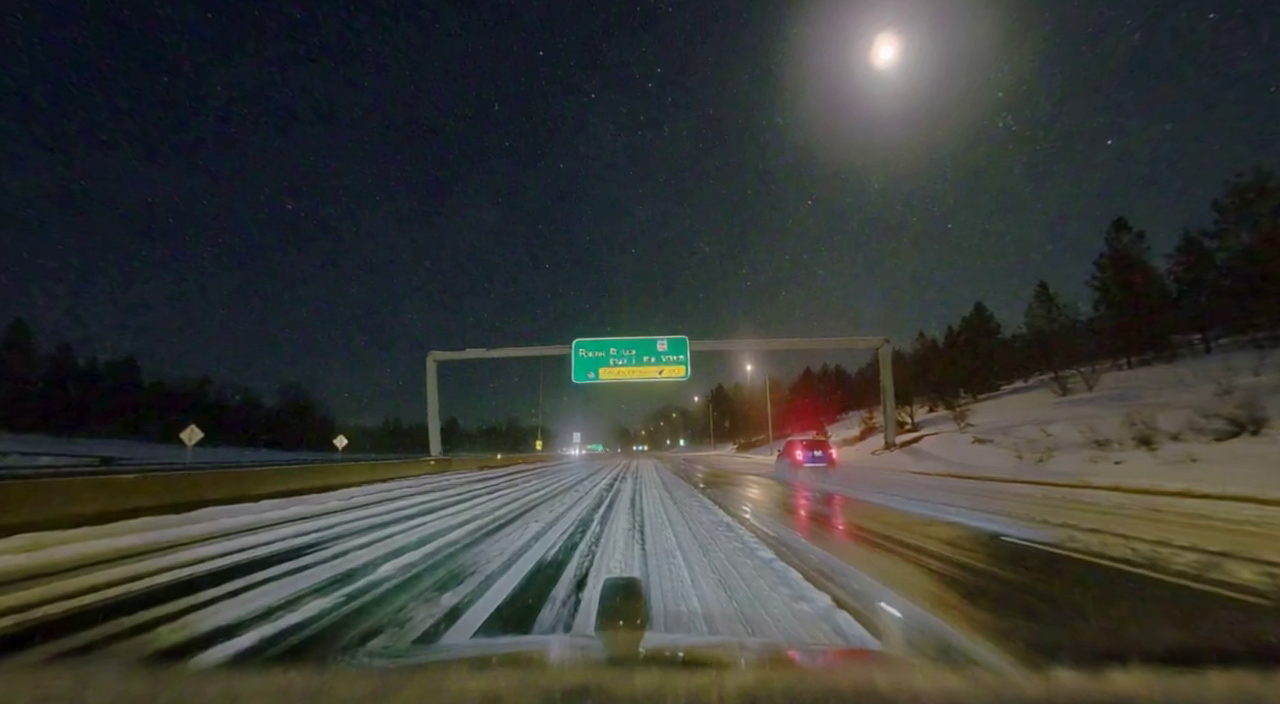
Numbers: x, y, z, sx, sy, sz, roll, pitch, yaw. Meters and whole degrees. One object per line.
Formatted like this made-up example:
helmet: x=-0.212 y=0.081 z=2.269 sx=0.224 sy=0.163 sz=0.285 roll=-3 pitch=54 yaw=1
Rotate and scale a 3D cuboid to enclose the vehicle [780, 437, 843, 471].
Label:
vehicle: x=9.332 y=5.599 z=34.690 sx=2.091 sy=1.711 sz=4.383 roll=0 pitch=-9 yaw=-2
